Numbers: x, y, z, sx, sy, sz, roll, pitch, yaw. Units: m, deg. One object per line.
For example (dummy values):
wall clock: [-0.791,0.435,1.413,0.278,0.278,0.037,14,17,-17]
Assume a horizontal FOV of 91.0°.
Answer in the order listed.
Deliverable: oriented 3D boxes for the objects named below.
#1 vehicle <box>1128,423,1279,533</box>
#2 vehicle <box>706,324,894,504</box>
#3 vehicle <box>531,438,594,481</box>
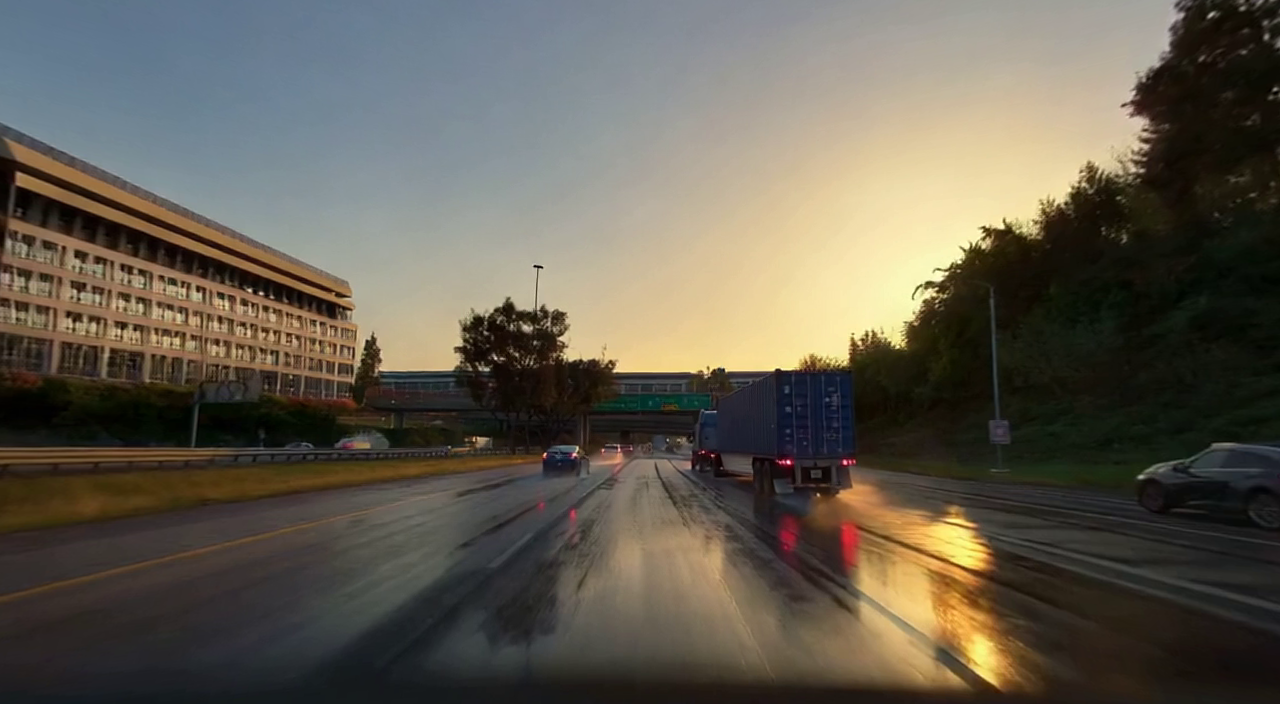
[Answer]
vehicle: [12.069,2.308,11.708,2.129,1.874,4.907,0,-9,2]
vehicle: [4.245,2.352,20.841,2.893,3.992,13.605,0,-9,1]
vehicle: [-2.975,4.234,25.010,1.954,1.528,4.010,0,-9,1]
